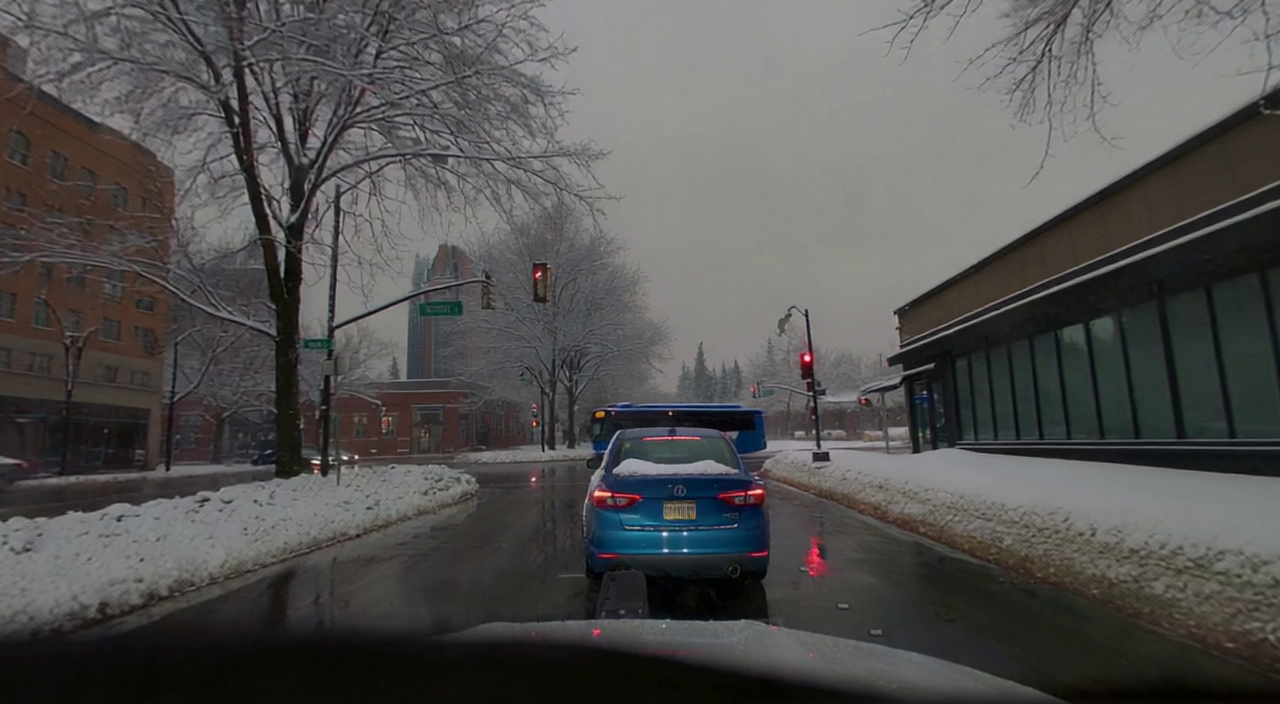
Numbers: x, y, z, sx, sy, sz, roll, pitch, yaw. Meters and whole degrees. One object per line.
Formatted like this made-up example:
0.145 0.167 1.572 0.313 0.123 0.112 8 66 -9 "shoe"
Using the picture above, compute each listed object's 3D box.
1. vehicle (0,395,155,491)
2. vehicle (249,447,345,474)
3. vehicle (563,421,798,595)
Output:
-25.931 3.653 25.337 2.692 3.685 10.153 -3 -9 20 "vehicle"
-20.289 6.387 37.605 1.883 1.461 4.830 -4 -9 23 "vehicle"
0.383 1.625 7.386 2.006 1.470 3.799 0 -8 1 "vehicle"
